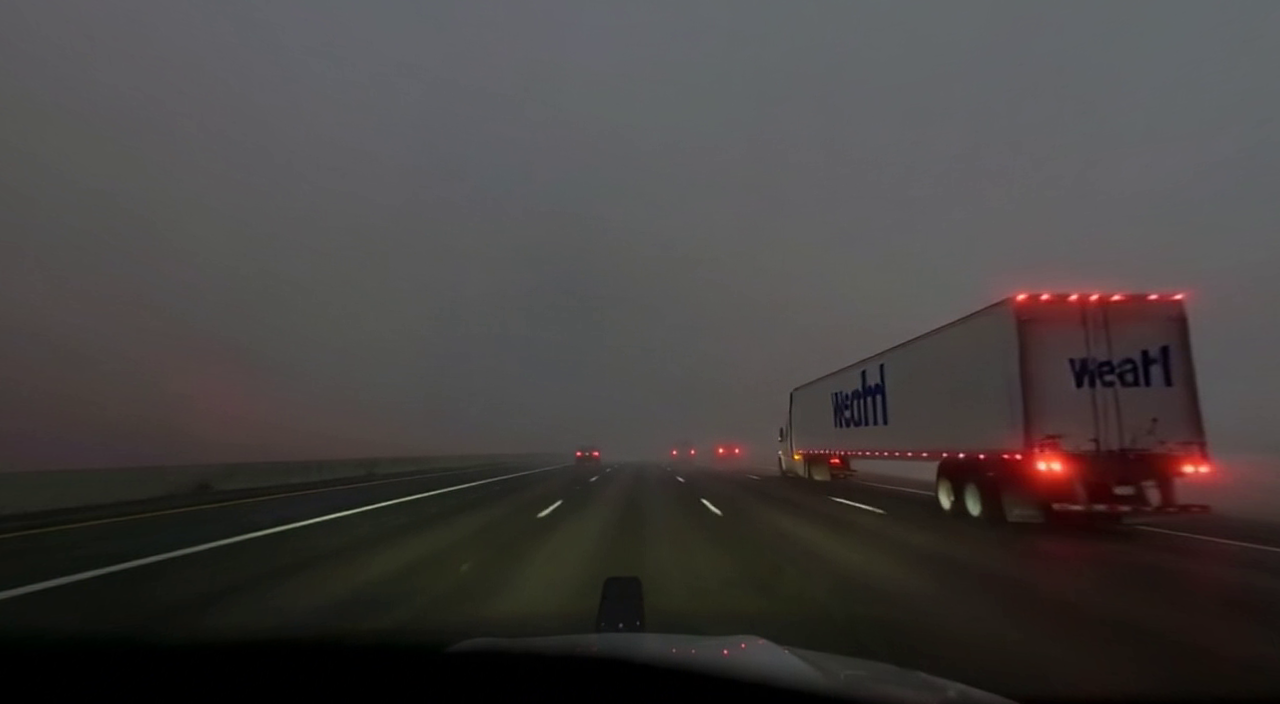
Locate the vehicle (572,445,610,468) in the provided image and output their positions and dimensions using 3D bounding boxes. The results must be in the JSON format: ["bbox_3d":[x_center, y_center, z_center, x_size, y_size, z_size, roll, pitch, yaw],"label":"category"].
[{"bbox_3d":[-3.412,7.364,44.571,2.164,1.507,4.748,0,-9,1],"label":"vehicle"}]

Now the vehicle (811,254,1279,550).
[{"bbox_3d":[8.062,1.804,16.513,2.912,4.143,15.538,0,-9,0],"label":"vehicle"}]

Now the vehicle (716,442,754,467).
[{"bbox_3d":[6.792,7.370,45.379,2.188,1.727,4.381,0,-9,1],"label":"vehicle"}]
